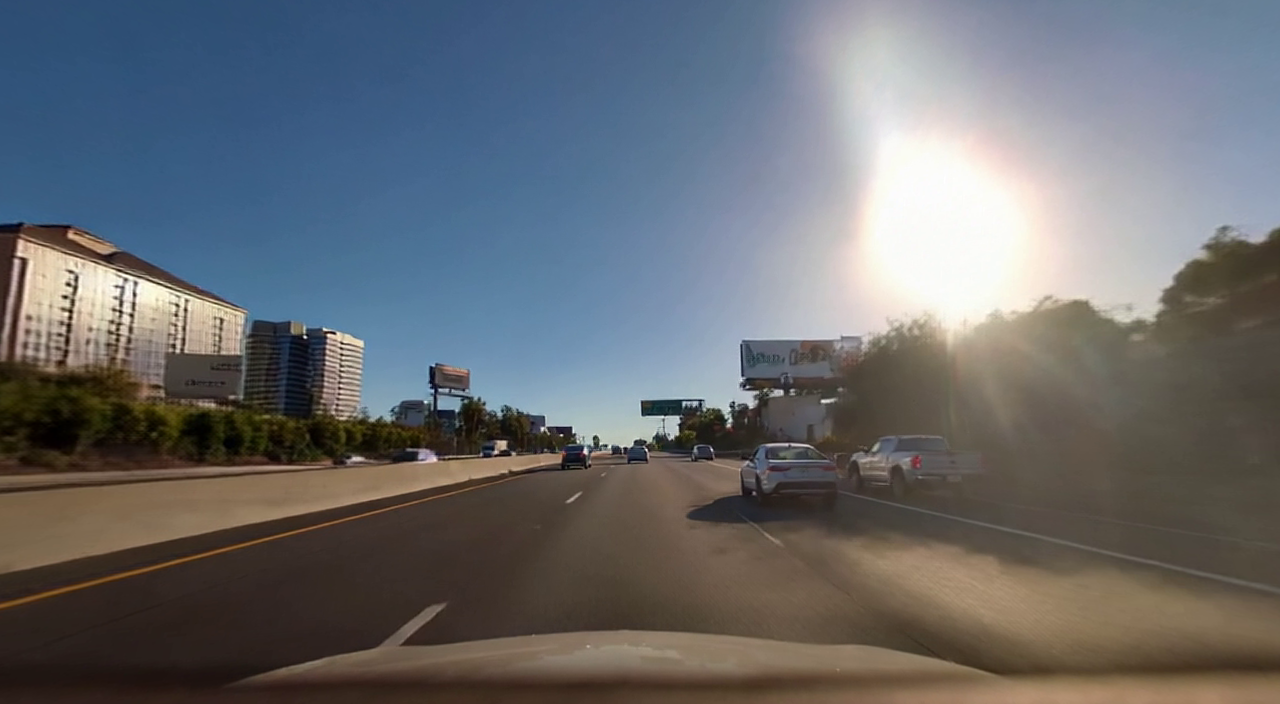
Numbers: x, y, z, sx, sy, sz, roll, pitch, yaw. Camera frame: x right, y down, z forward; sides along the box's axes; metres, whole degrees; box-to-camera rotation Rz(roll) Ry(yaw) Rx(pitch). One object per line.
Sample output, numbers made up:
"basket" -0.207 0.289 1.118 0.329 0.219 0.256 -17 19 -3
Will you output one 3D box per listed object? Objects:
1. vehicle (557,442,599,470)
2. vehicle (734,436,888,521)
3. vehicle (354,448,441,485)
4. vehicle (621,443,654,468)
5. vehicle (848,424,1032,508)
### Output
"vehicle" -3.966 6.765 41.252 2.256 1.756 4.745 0 -9 0
"vehicle" 3.444 2.647 13.756 1.987 1.509 4.512 0 -9 -1
"vehicle" -10.703 5.050 28.285 2.007 1.506 4.586 0 -9 1
"vehicle" -0.198 7.313 44.627 2.191 1.685 4.015 0 -9 -1
"vehicle" 7.302 2.845 16.137 2.176 1.793 4.841 0 -9 -2
